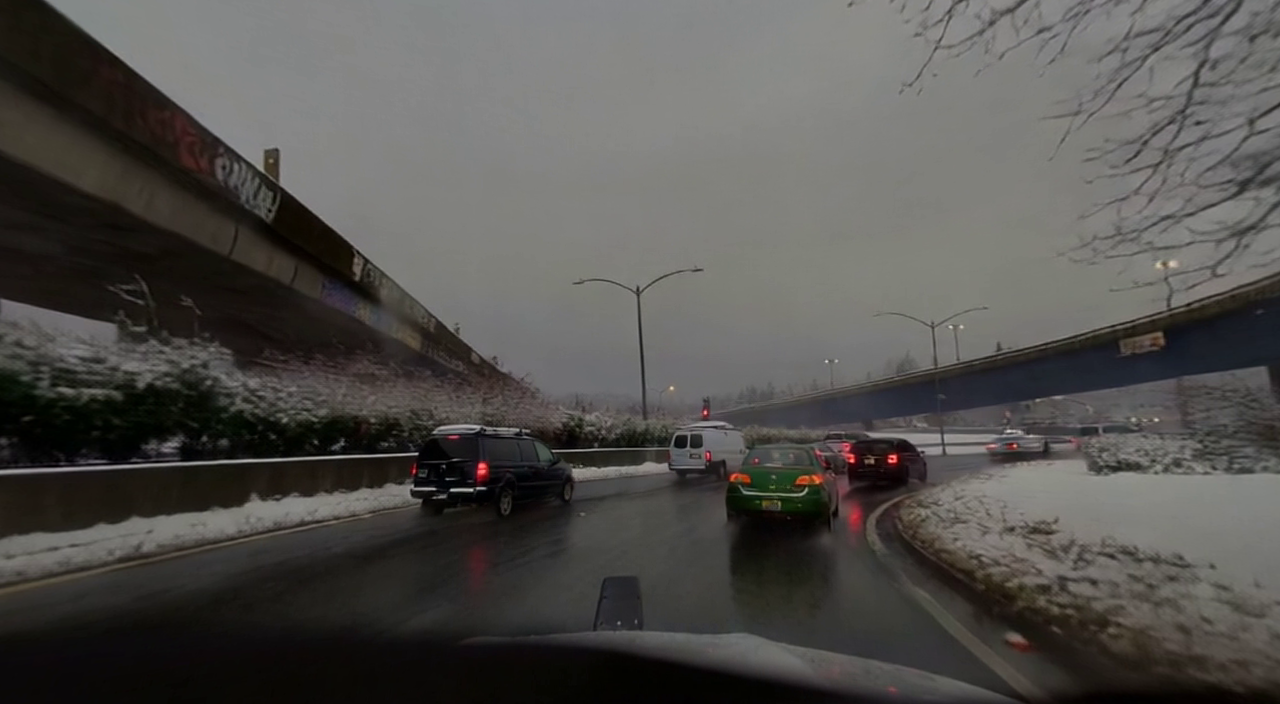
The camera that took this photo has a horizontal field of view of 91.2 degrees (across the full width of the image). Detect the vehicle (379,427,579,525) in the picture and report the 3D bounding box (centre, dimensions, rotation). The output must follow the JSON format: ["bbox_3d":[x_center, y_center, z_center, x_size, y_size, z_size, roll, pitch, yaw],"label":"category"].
[{"bbox_3d":[-2.878,2.337,12.283,1.921,1.554,4.081,-3,-9,16],"label":"vehicle"}]

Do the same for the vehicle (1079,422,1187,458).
[{"bbox_3d":[22.171,4.001,28.200,3.934,1.485,1.763,3,-10,-17],"label":"vehicle"}]

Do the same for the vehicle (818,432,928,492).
[{"bbox_3d":[7.006,3.212,18.561,1.830,1.519,4.253,-7,-11,36],"label":"vehicle"}]

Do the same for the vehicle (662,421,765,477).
[{"bbox_3d":[2.758,3.544,22.866,1.835,1.825,4.005,-8,-12,39],"label":"vehicle"}]

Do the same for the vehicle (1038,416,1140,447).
[{"bbox_3d":[24.382,4.338,34.095,4.309,1.613,1.909,1,-9,-10],"label":"vehicle"}]

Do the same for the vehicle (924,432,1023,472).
[{"bbox_3d":[13.358,3.994,25.037,3.902,1.446,1.780,6,-11,-34],"label":"vehicle"}]

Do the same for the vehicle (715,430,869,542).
[{"bbox_3d":[2.765,2.185,10.785,2.064,1.515,3.722,-4,-10,20],"label":"vehicle"}]
